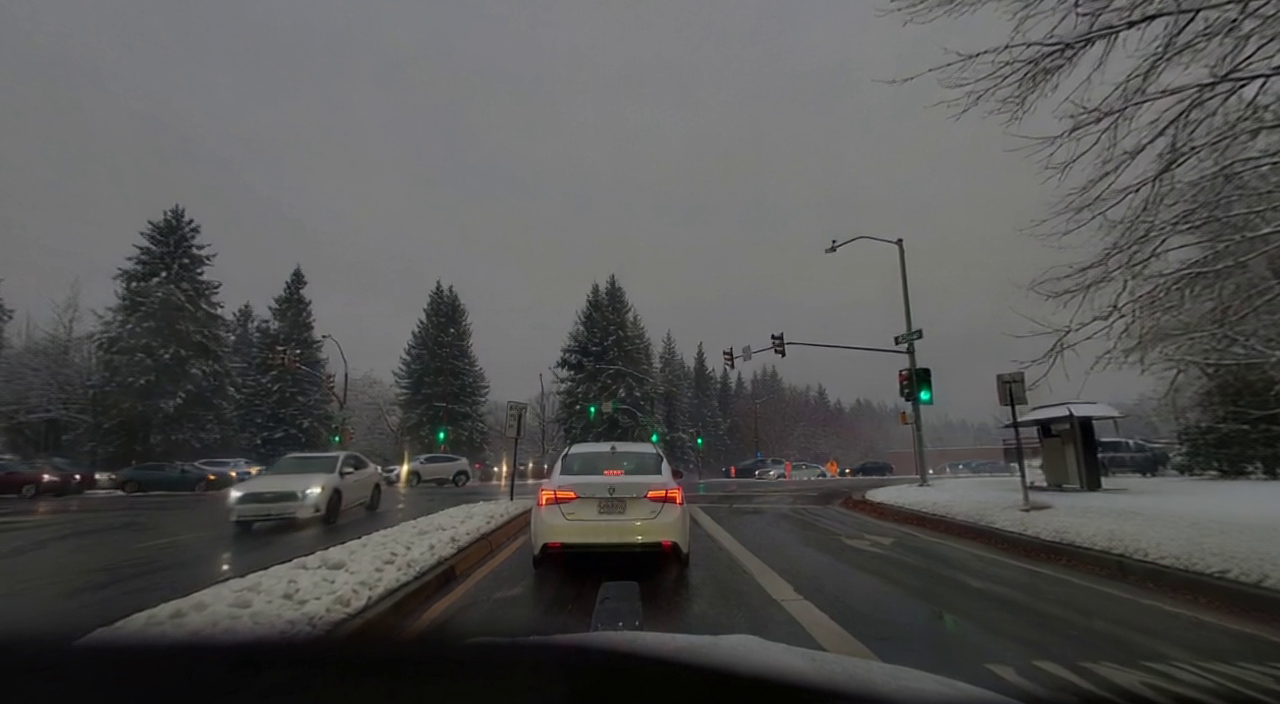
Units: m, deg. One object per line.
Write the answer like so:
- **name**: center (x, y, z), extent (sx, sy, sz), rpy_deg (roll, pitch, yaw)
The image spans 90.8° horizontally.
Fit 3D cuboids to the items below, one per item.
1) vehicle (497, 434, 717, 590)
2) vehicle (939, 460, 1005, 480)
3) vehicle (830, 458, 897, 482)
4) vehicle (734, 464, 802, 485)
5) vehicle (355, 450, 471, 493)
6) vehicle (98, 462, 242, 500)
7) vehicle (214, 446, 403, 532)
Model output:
- **vehicle**: center (-0.358, 1.857, 8.267), extent (2.112, 1.479, 4.264), rpy_deg (0, -8, -1)
- **vehicle**: center (25.945, 9.192, 49.365), extent (4.358, 1.471, 1.875), rpy_deg (2, -9, -16)
- **vehicle**: center (16.469, 8.704, 46.661), extent (4.337, 1.637, 1.860), rpy_deg (2, -9, -16)
- **vehicle**: center (9.045, 8.620, 44.649), extent (4.254, 1.359, 1.895), rpy_deg (2, -9, -16)
- **vehicle**: center (-11.730, 6.096, 32.691), extent (5.500, 2.012, 2.201), rpy_deg (-4, -9, 22)
- **vehicle**: center (-20.131, 5.539, 27.267), extent (4.548, 1.449, 1.802), rpy_deg (2, -9, -13)
- **vehicle**: center (-6.925, 2.846, 13.902), extent (2.078, 1.534, 4.646), rpy_deg (1, -9, -7)
